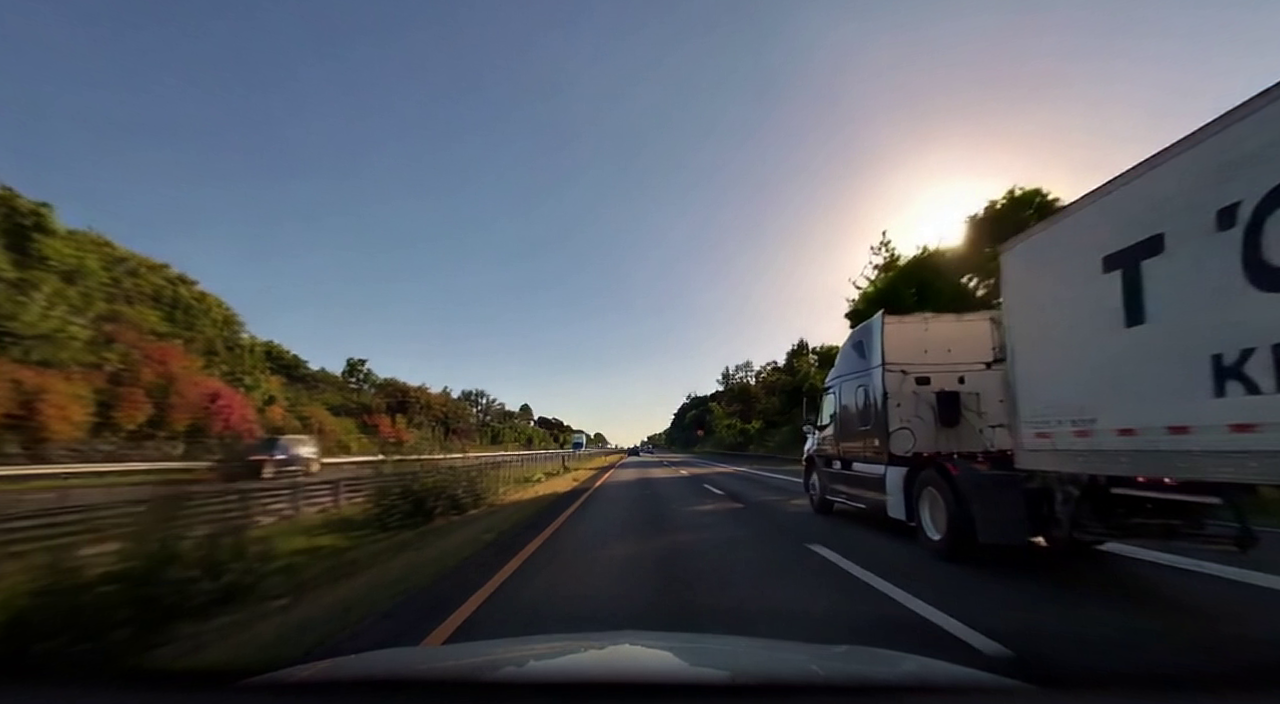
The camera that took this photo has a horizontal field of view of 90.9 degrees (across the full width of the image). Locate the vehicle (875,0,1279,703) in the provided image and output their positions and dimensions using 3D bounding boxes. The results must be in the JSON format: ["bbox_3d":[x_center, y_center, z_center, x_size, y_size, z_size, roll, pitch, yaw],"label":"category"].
[{"bbox_3d":[4.902,-0.444,1.601,2.983,4.030,14.444,0,-9,0],"label":"vehicle"}]
